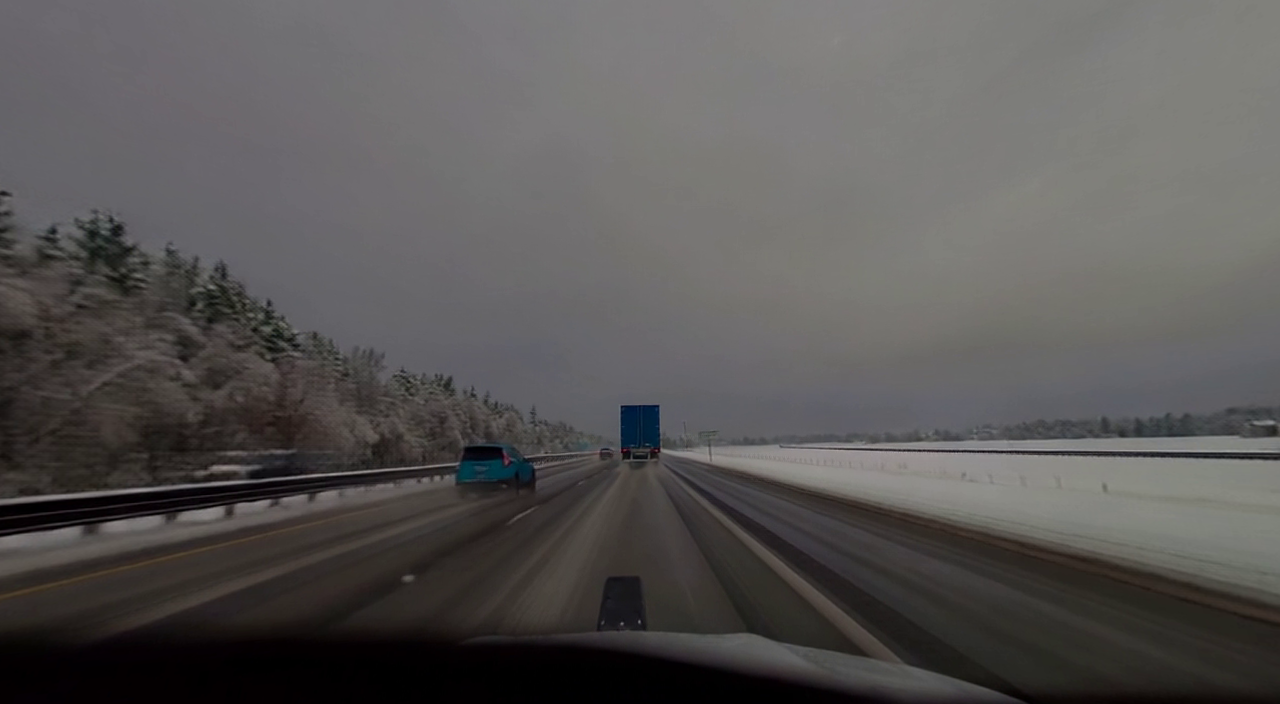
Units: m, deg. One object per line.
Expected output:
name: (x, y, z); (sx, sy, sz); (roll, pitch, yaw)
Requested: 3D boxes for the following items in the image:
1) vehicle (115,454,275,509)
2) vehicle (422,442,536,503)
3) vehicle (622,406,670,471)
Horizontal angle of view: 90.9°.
vehicle: (-13.386, 3.866, 19.319); (1.815, 1.437, 4.195); (0, -9, 0)
vehicle: (-4.450, 3.398, 18.287); (2.051, 1.538, 4.569); (0, -9, 1)
vehicle: (0.447, 6.047, 43.675); (2.899, 3.966, 10.053); (0, -9, 1)
